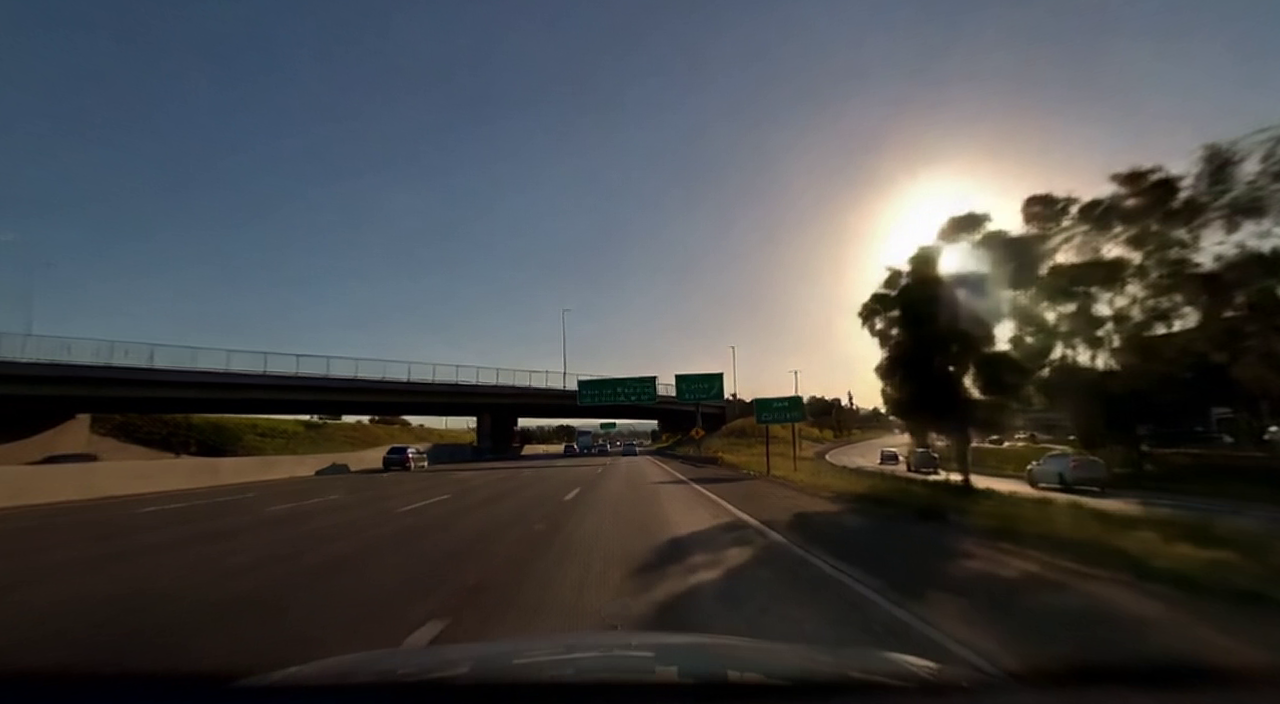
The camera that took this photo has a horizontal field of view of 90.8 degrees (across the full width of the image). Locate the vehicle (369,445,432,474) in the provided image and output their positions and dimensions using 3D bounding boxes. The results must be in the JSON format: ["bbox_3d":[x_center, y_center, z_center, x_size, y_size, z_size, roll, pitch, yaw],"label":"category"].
[{"bbox_3d":[-14.327,6.421,38.044,2.057,1.619,4.443,0,-8,0],"label":"vehicle"}]

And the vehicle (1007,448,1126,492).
[{"bbox_3d":[19.242,5.304,28.863,2.172,1.778,5.085,-1,-8,5],"label":"vehicle"}]
